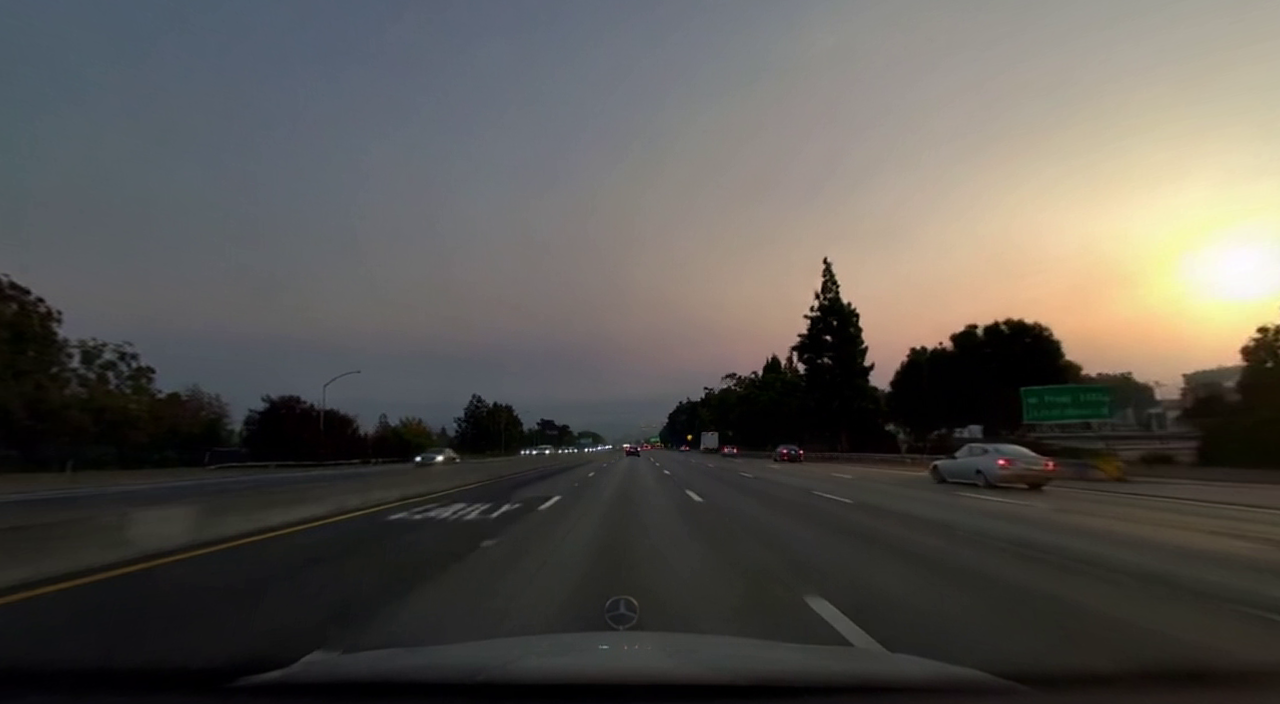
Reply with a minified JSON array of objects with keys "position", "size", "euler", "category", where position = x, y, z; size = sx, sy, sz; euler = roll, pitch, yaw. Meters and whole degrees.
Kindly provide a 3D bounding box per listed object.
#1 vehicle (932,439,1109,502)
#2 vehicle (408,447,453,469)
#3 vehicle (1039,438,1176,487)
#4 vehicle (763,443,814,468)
[{"position":[10.526,3.296,18.071],"size":[1.962,1.536,4.945],"euler":[1,-9,-1],"category":"vehicle"},{"position":[-14.800,7.519,44.839],"size":[1.895,1.444,3.835],"euler":[0,-9,0],"category":"vehicle"},{"position":[15.793,3.729,21.571],"size":[2.354,1.516,3.035],"euler":[0,-8,3],"category":"vehicle"},{"position":[9.641,6.750,41.309],"size":[2.075,1.496,4.573],"euler":[1,-9,-2],"category":"vehicle"}]
